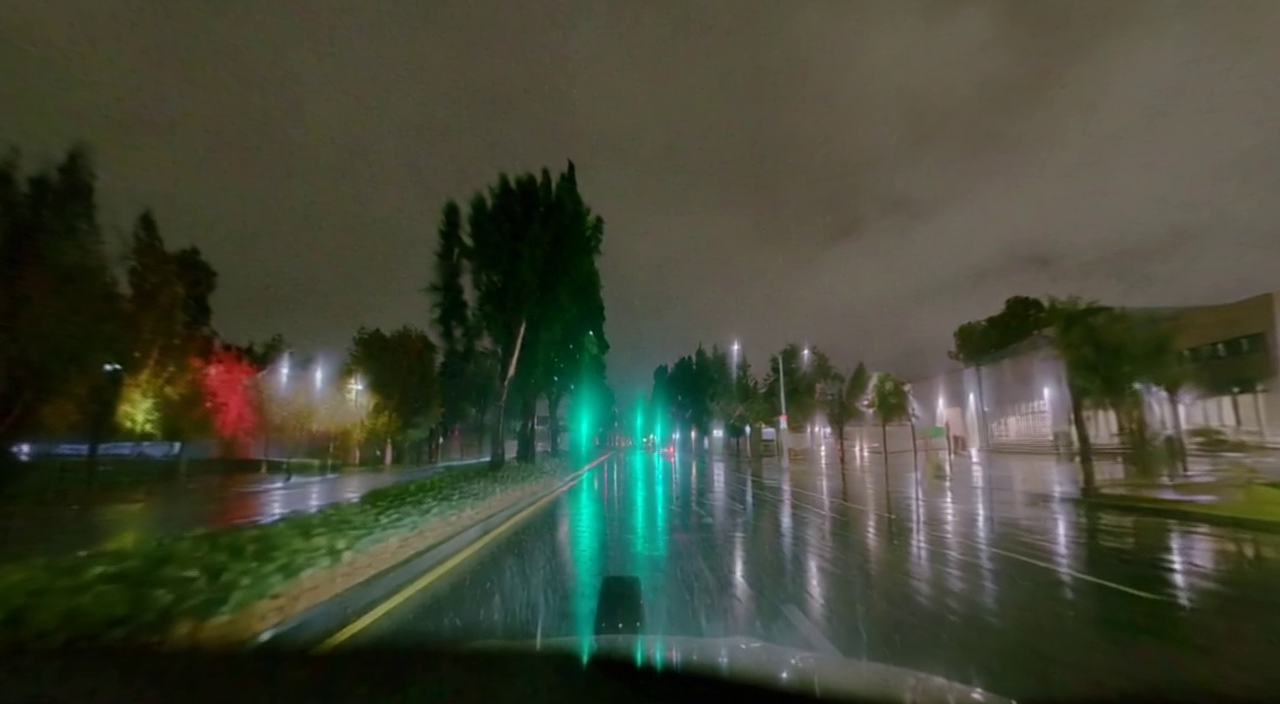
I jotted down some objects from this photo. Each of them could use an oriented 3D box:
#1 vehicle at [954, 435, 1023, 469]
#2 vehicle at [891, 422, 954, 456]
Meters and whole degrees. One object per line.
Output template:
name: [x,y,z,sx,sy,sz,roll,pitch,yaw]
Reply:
vehicle: [16.402,4.676,29.618,1.930,1.449,4.473,-7,-11,39]
vehicle: [22.076,6.854,49.692,2.287,2.462,5.901,0,-8,1]
